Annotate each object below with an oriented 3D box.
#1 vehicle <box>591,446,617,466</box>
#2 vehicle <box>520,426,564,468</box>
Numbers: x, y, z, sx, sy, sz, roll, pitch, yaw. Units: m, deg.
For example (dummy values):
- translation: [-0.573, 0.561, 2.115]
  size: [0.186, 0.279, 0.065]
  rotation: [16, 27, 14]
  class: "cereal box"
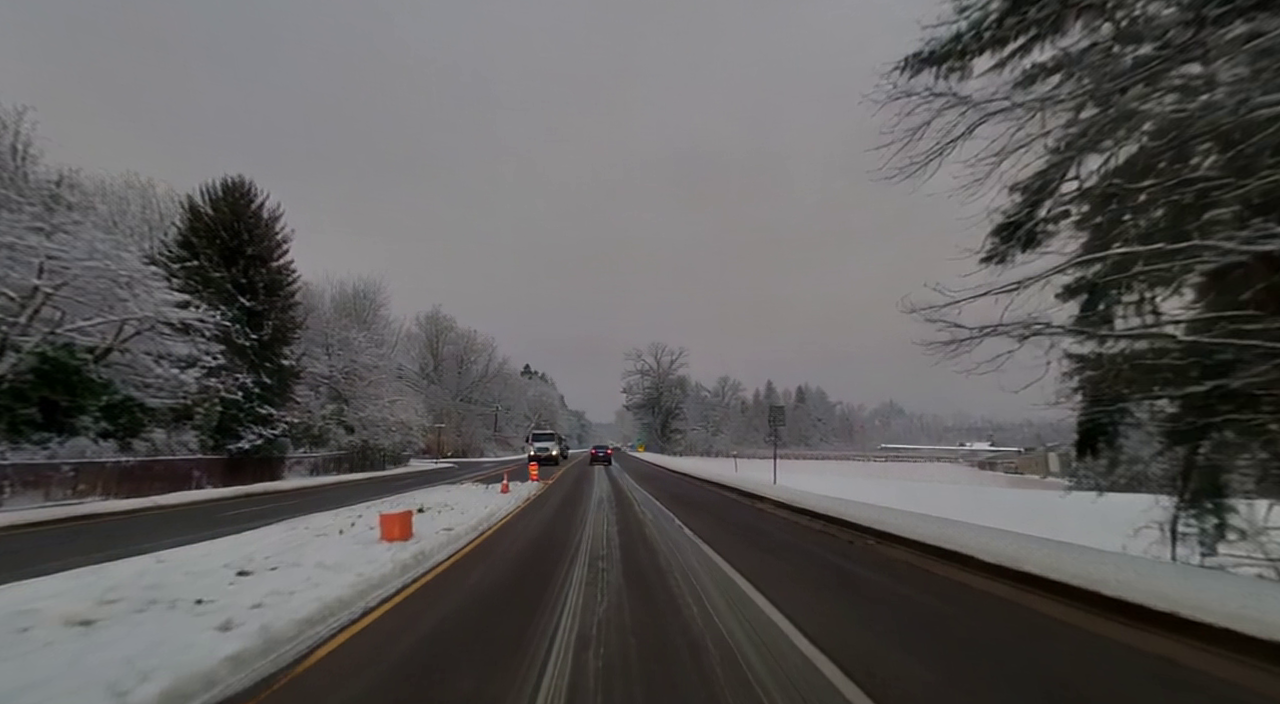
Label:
- translation: [-2.864, 8.173, 49.982]
  size: [2.013, 1.481, 4.356]
  rotation: [0, -8, -3]
  class: "vehicle"
- translation: [-6.241, 6.111, 40.778]
  size: [2.380, 2.488, 4.028]
  rotation: [2, -8, -4]
  class: "vehicle"
